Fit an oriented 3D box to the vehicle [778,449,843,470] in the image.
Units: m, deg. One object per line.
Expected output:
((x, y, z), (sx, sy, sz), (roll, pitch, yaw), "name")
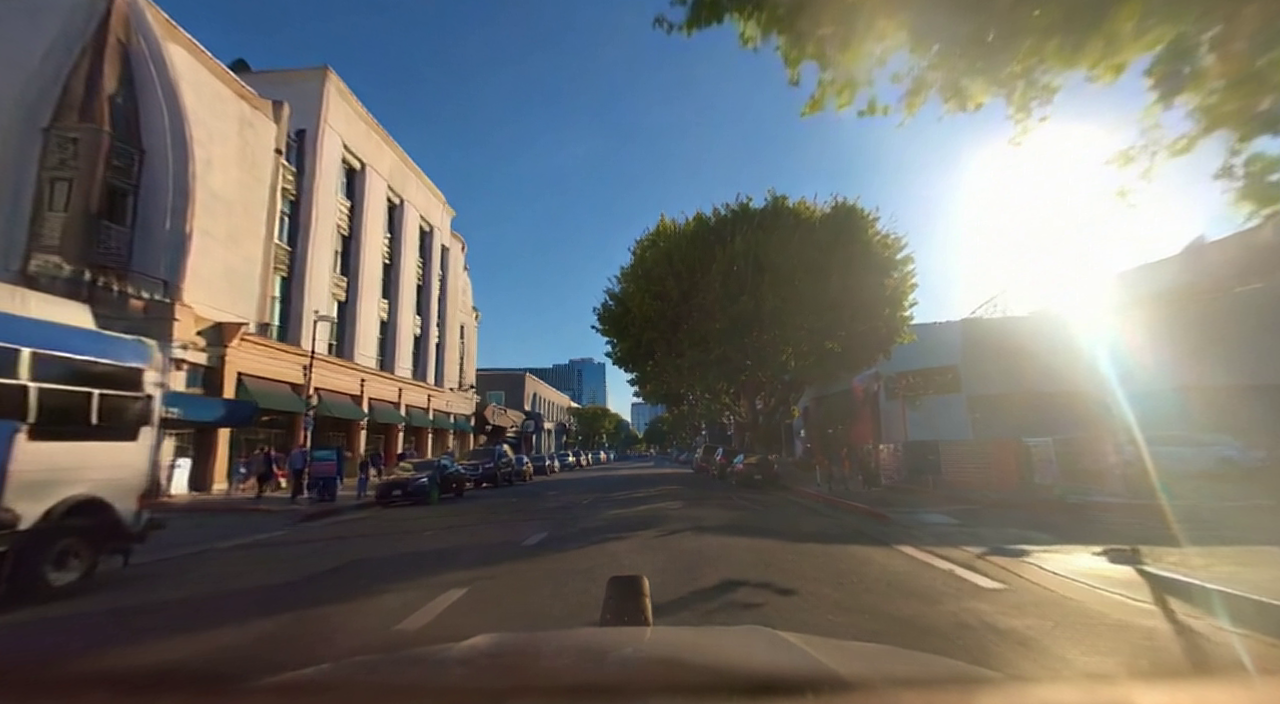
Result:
((13.501, 8.471, 49.972), (4.499, 1.558, 2.007), (-5, -10, 30), "vehicle")

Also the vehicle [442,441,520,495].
((-6.464, 4.749, 26.295), (2.238, 1.891, 4.780), (-1, -7, -3), "vehicle")

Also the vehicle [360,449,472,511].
((-6.639, 3.779, 19.260), (1.917, 1.487, 4.659), (-2, -8, -3), "vehicle")

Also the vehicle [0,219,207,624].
((-6.838, 0.477, 4.536), (2.851, 3.375, 6.057), (0, -8, 2), "vehicle")

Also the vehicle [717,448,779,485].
((4.807, 5.137, 28.657), (1.973, 1.494, 4.867), (0, -8, 0), "vehicle")
